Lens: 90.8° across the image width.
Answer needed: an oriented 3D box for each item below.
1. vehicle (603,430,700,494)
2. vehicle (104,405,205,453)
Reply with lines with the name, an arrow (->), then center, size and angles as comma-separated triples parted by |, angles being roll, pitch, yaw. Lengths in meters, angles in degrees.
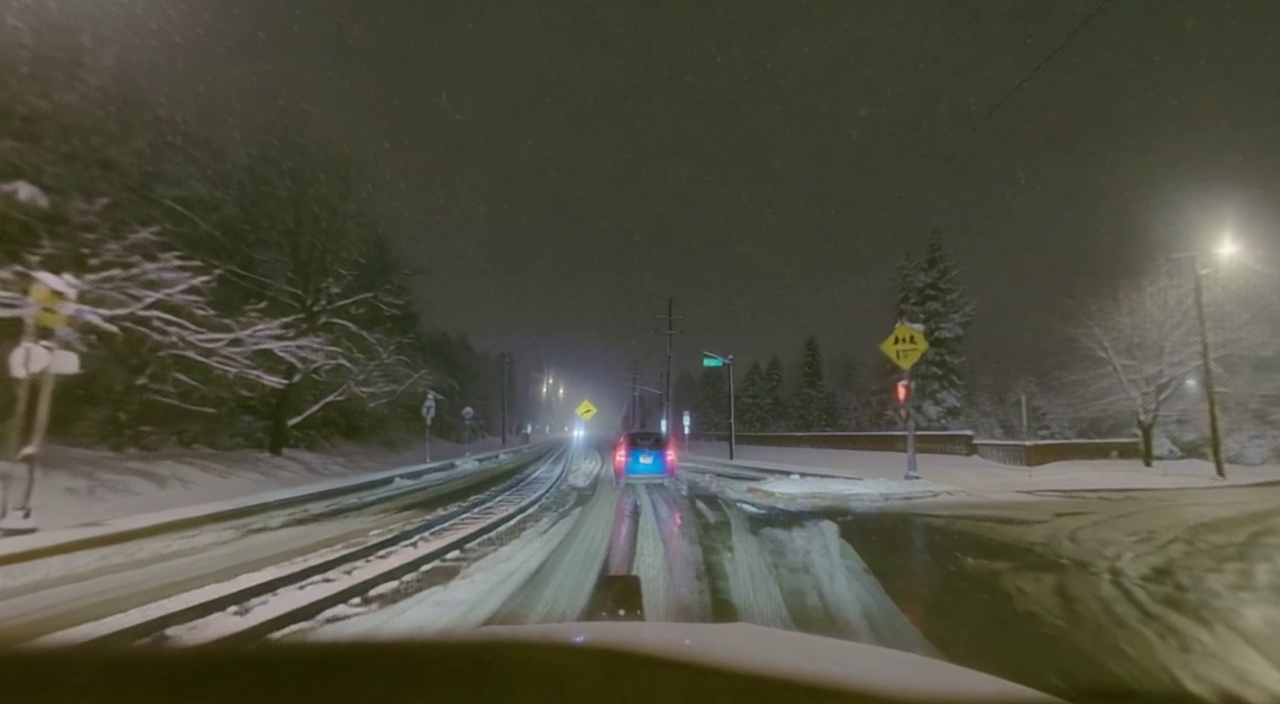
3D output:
vehicle -> 0.177, 2.929, 17.217 | 2.295, 1.510, 4.364 | 0, -8, -3
vehicle -> -31.216, 5.078, 41.021 | 2.983, 2.816, 7.042 | 3, -9, -20
